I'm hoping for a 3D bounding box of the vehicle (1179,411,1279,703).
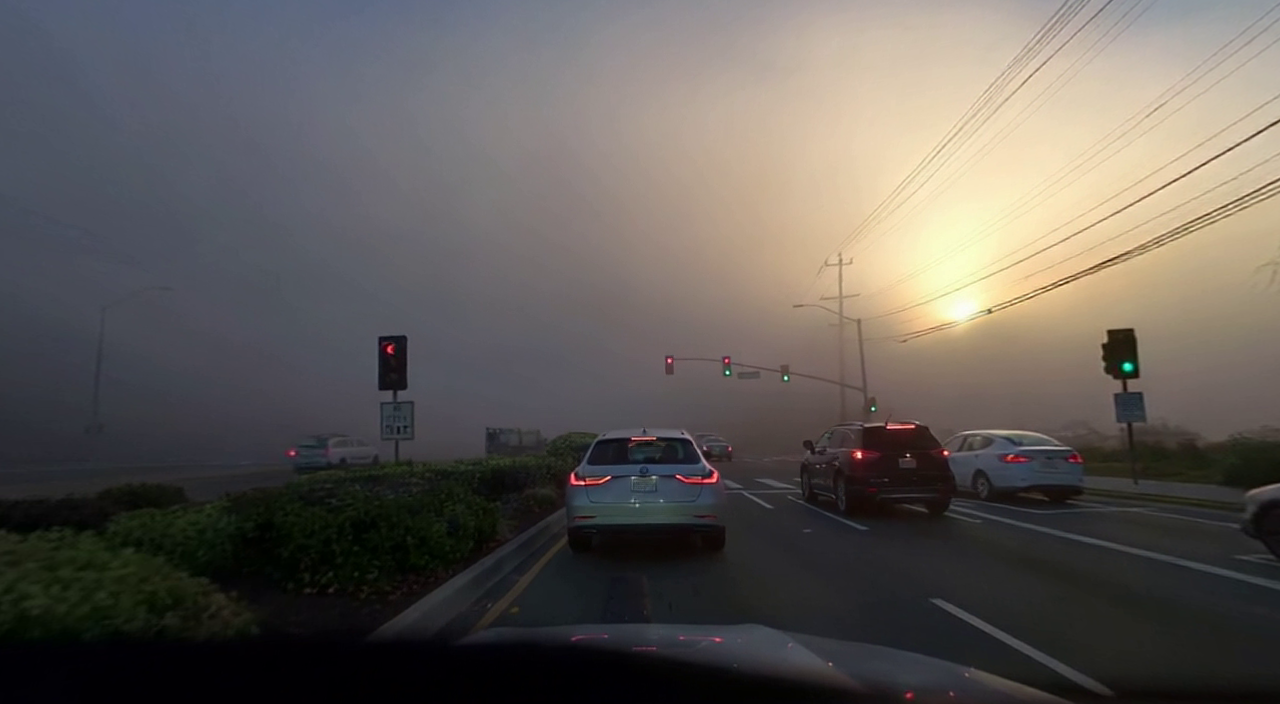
[{"bbox_3d":[3.505,0.679,0.592,2.028,1.454,4.531,0,-8,1],"label":"vehicle"}]

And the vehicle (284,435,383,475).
[{"bbox_3d":[-16.565,5.608,34.500,2.262,1.967,5.814,-1,-8,3],"label":"vehicle"}]

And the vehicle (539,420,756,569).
[{"bbox_3d":[0.092,1.787,8.685,2.208,1.498,4.401,0,-8,1],"label":"vehicle"}]

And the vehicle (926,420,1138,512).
[{"bbox_3d":[8.369,2.464,14.055,1.993,1.712,4.322,-1,-8,2],"label":"vehicle"}]

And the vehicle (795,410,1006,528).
[{"bbox_3d":[4.464,2.089,11.729,2.140,1.753,4.256,0,-8,1],"label":"vehicle"}]
